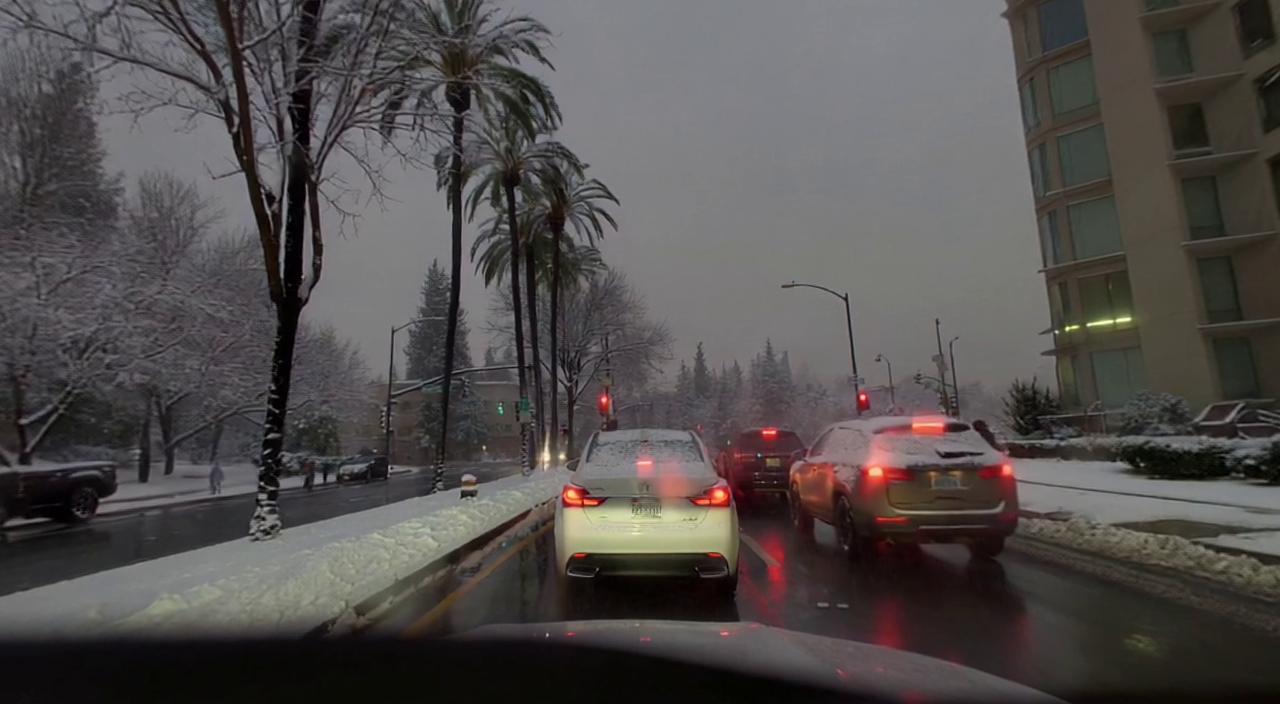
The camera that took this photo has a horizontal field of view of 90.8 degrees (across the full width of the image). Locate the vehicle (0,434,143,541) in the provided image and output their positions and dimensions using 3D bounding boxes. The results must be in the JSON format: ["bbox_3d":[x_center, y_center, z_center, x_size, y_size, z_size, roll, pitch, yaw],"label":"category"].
[{"bbox_3d":[-13.055,2.721,12.288,2.240,1.964,5.707,-6,-8,0],"label":"vehicle"}]

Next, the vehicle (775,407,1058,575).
[{"bbox_3d":[3.339,1.770,8.802,2.003,1.733,4.319,0,-8,1],"label":"vehicle"}]

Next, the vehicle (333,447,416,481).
[{"bbox_3d":[-13.180,5.573,31.728,1.965,1.507,4.725,-1,-8,2],"label":"vehicle"}]

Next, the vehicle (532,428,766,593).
[{"bbox_3d":[0.127,1.718,7.713,2.088,1.452,3.993,-1,-8,2],"label":"vehicle"}]
